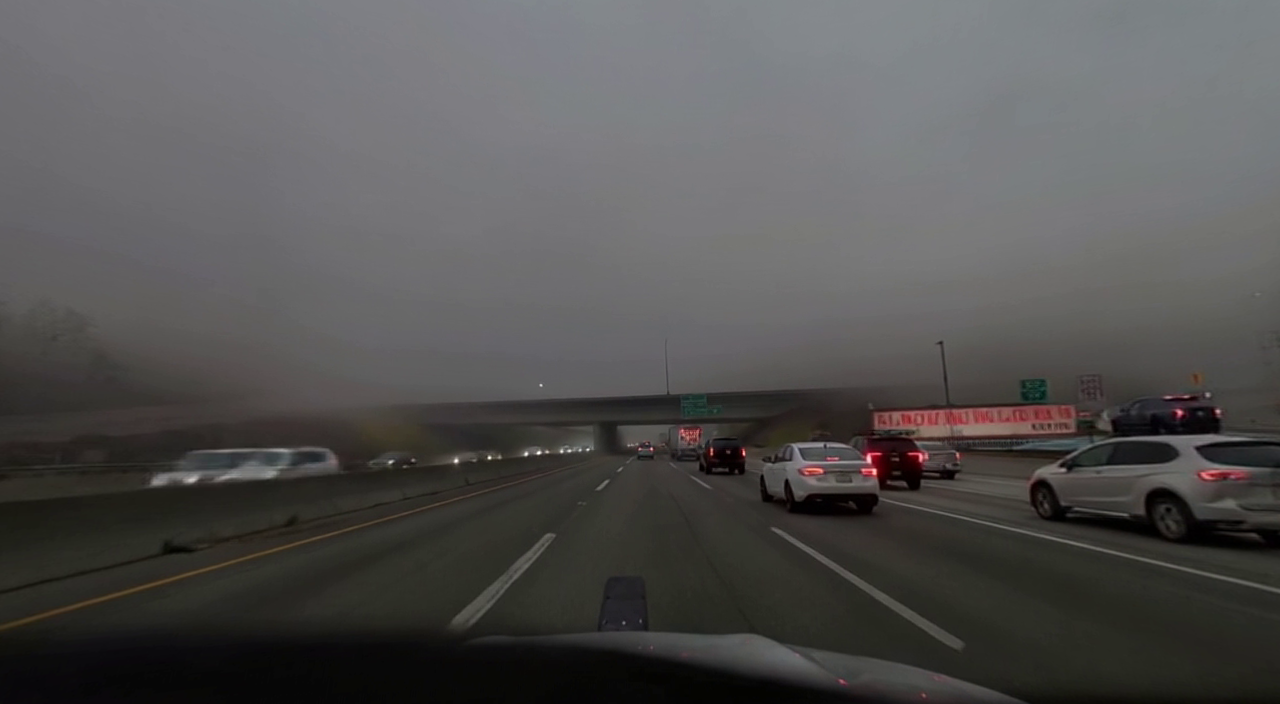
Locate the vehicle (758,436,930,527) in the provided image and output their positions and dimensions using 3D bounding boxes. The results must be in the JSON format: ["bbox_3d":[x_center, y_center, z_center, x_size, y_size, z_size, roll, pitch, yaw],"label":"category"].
[{"bbox_3d":[3.774,2.457,12.631,1.902,1.481,4.451,0,-8,-1],"label":"vehicle"}]

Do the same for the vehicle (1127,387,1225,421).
[{"bbox_3d":[33.718,3.331,39.899,2.131,1.840,4.870,-1,-8,4],"label":"vehicle"}]

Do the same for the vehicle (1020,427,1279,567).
[{"bbox_3d":[7.731,1.869,8.966,1.919,1.476,4.303,0,-8,0],"label":"vehicle"}]

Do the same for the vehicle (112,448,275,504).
[{"bbox_3d":[-15.208,4.208,21.940,1.968,1.663,5.013,0,-8,1],"label":"vehicle"}]

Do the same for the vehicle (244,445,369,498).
[{"bbox_3d":[-11.626,4.152,22.393,1.894,1.647,4.514,0,-8,1],"label":"vehicle"}]

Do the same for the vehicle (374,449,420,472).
[{"bbox_3d":[-19.054,8.545,49.690,1.870,1.672,4.349,0,-8,0],"label":"vehicle"}]

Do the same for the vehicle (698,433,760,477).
[{"bbox_3d":[4.092,4.822,29.752,2.086,1.858,4.737,0,-8,-1],"label":"vehicle"}]
